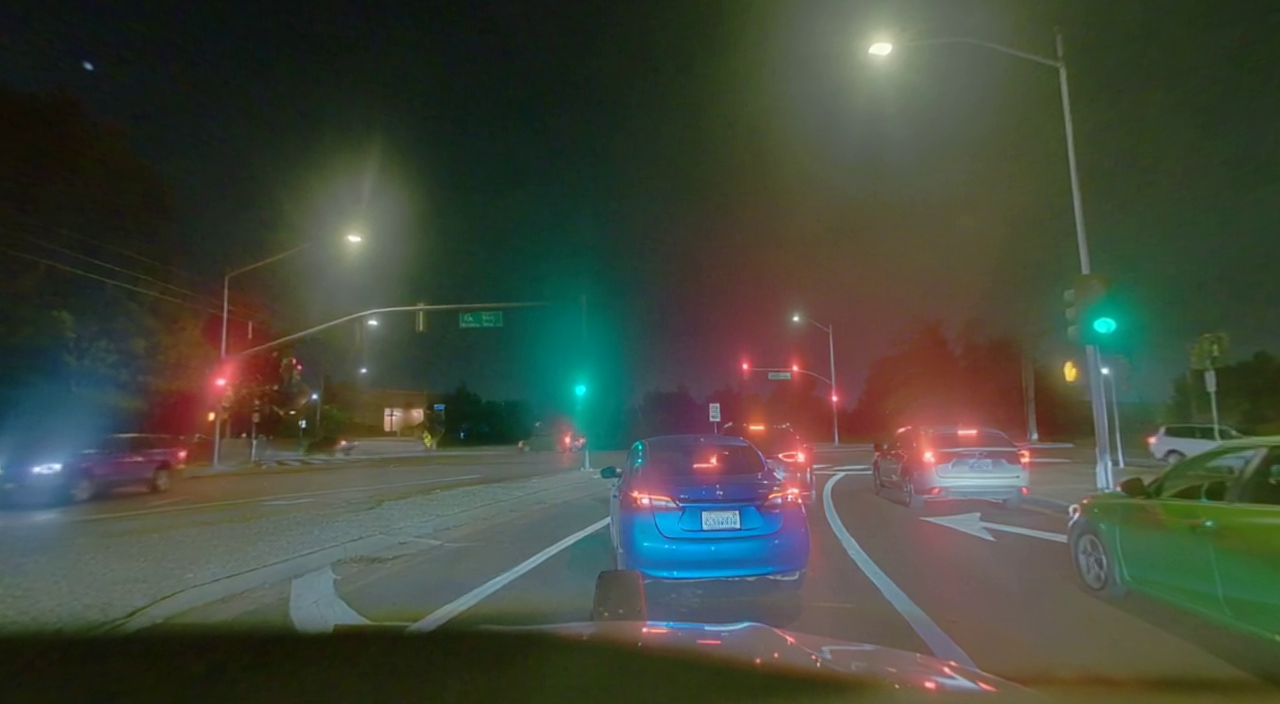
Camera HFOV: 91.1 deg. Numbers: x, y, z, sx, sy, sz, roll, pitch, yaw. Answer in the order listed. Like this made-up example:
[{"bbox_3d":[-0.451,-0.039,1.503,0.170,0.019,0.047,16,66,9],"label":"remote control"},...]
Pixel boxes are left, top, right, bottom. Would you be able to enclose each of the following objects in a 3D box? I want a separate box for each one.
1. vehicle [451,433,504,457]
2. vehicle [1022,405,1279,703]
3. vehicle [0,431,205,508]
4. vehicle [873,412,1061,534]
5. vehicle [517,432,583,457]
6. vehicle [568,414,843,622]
[{"bbox_3d":[-12.511,7.123,48.186,1.972,1.705,4.457,8,-11,-44],"label":"vehicle"},{"bbox_3d":[4.239,1.061,3.378,1.954,1.508,4.441,-1,-8,6],"label":"vehicle"},{"bbox_3d":[-12.266,2.601,14.451,1.976,1.458,4.645,2,-8,-12],"label":"vehicle"},{"bbox_3d":[5.519,2.054,11.296,2.102,1.717,4.373,-2,-9,16],"label":"vehicle"},{"bbox_3d":[-6.005,6.109,41.533,1.932,1.573,4.509,8,-12,-44],"label":"vehicle"},{"bbox_3d":[0.844,1.500,6.694,2.052,1.483,3.928,-2,-8,12],"label":"vehicle"}]
